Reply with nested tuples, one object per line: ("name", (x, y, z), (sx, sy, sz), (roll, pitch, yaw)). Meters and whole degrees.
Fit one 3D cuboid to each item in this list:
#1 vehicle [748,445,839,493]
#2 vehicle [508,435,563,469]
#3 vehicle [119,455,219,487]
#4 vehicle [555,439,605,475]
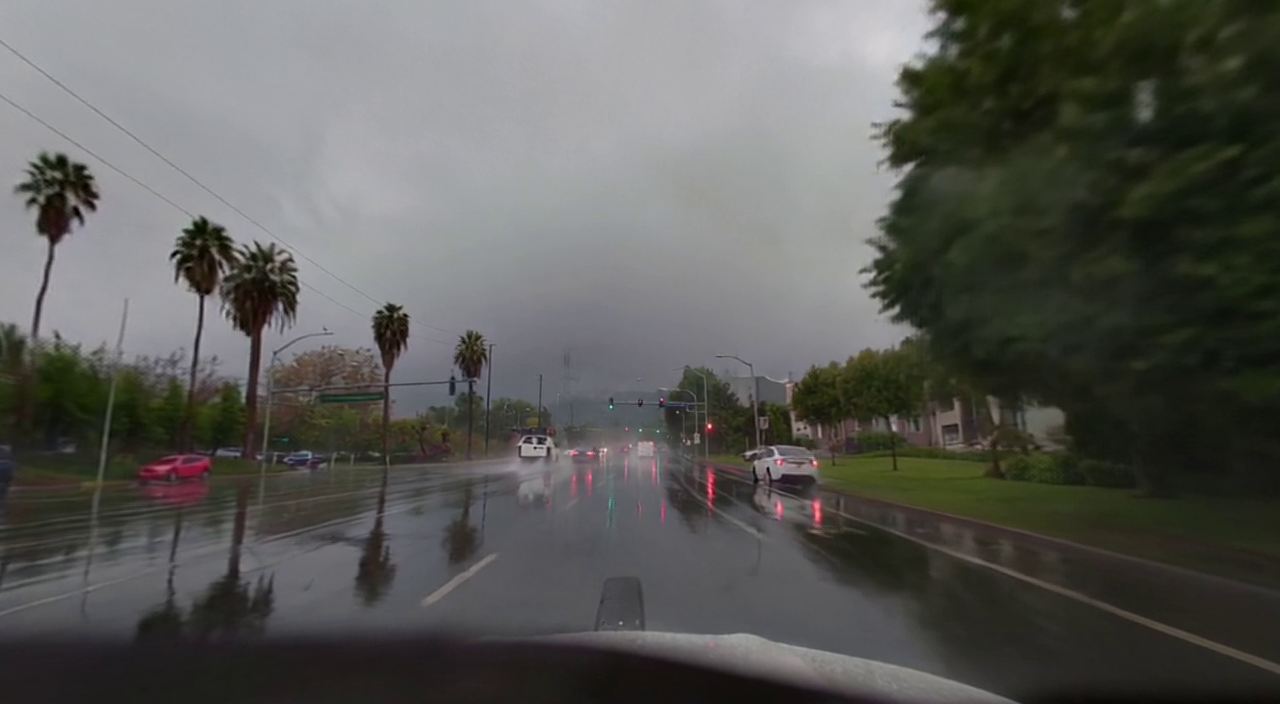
("vehicle", (5.220, 4.028, 22.024), (1.994, 1.507, 4.173), (1, -9, -2))
("vehicle", (-6.686, 6.537, 41.148), (2.457, 2.010, 6.330), (0, -9, 1))
("vehicle", (-25.348, 6.392, 34.105), (1.838, 1.516, 4.484), (0, -9, 1))
("vehicle", (-3.218, 5.727, 34.568), (2.116, 1.806, 4.516), (0, -9, 2))
